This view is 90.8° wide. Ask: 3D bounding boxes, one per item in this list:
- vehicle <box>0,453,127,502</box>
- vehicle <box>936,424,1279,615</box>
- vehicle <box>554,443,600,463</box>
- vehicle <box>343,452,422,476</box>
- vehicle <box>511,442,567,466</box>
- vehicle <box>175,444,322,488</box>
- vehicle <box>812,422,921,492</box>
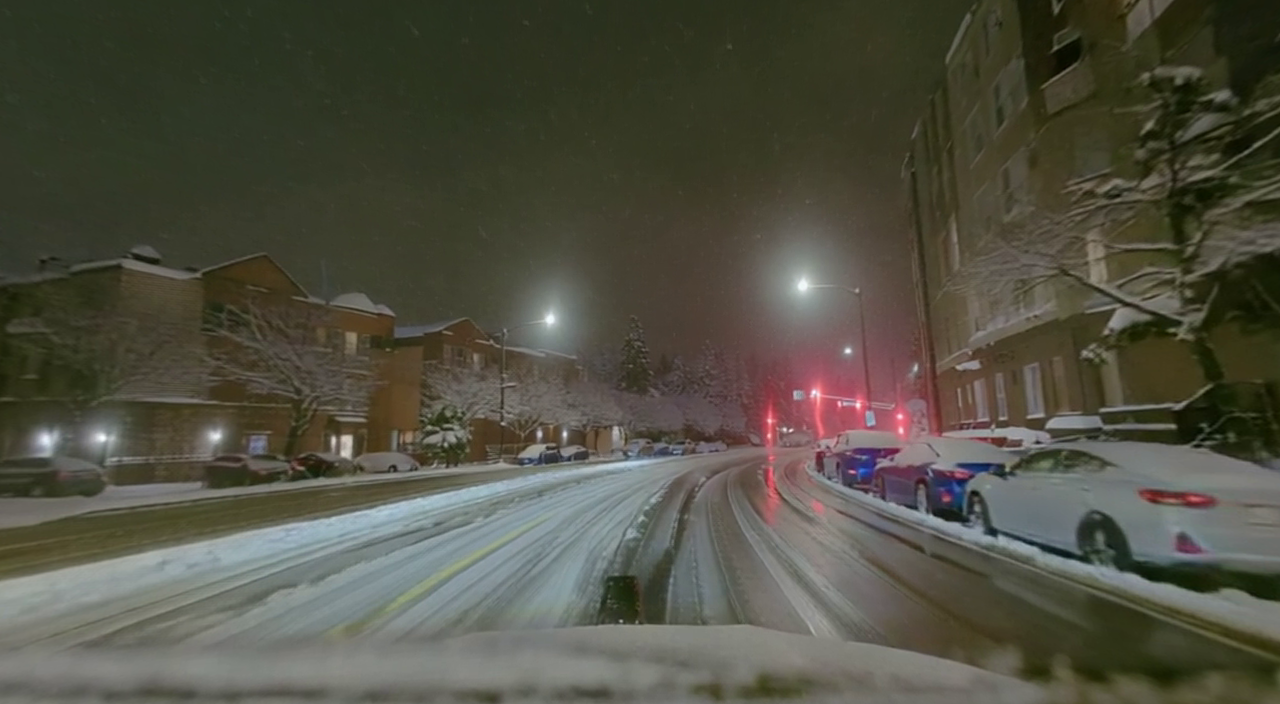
[{"bbox_3d":[-24.289,5.156,26.201,4.462,1.832,2.103,-1,-8,10],"label":"vehicle"},{"bbox_3d":[5.613,1.685,7.489,2.077,1.502,4.902,-1,-8,4],"label":"vehicle"},{"bbox_3d":[-4.791,7.747,48.760,1.841,1.444,4.554,-3,-9,19],"label":"vehicle"},{"bbox_3d":[-16.393,7.144,40.334,4.178,1.407,2.012,-2,-9,11],"label":"vehicle"},{"bbox_3d":[-6.712,6.815,42.467,1.882,1.508,4.476,-3,-9,16],"label":"vehicle"},{"bbox_3d":[-19.614,5.701,31.791,6.006,1.964,2.474,-1,-10,9],"label":"vehicle"},{"bbox_3d":[6.643,3.127,19.196,2.041,1.811,5.168,-1,-8,8],"label":"vehicle"}]
